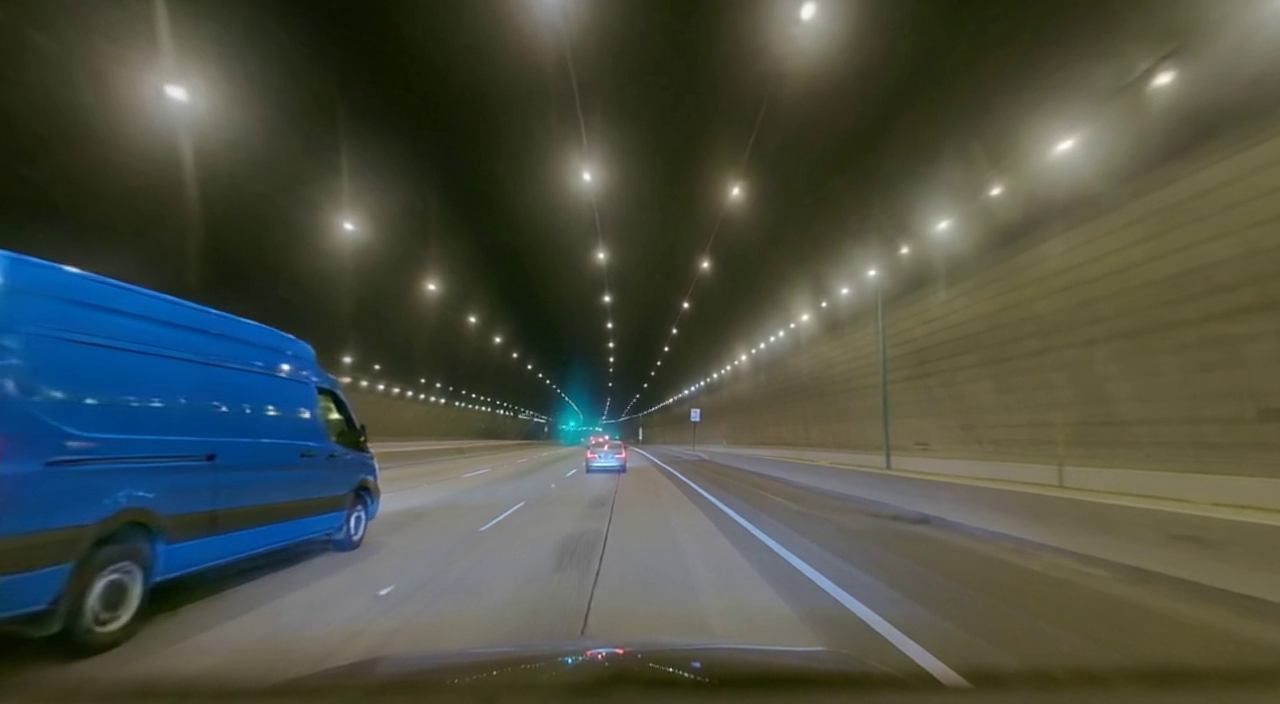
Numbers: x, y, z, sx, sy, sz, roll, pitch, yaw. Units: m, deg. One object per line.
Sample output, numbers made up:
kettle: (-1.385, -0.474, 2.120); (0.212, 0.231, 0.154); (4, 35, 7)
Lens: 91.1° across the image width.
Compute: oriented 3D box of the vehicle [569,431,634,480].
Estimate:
vehicle: (-1.296, 3.654, 22.522); (2.095, 1.553, 4.069); (0, -8, -1)

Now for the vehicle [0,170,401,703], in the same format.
vehicle: (-4.155, 0.678, 4.987); (2.404, 2.459, 5.229); (0, -8, 0)
